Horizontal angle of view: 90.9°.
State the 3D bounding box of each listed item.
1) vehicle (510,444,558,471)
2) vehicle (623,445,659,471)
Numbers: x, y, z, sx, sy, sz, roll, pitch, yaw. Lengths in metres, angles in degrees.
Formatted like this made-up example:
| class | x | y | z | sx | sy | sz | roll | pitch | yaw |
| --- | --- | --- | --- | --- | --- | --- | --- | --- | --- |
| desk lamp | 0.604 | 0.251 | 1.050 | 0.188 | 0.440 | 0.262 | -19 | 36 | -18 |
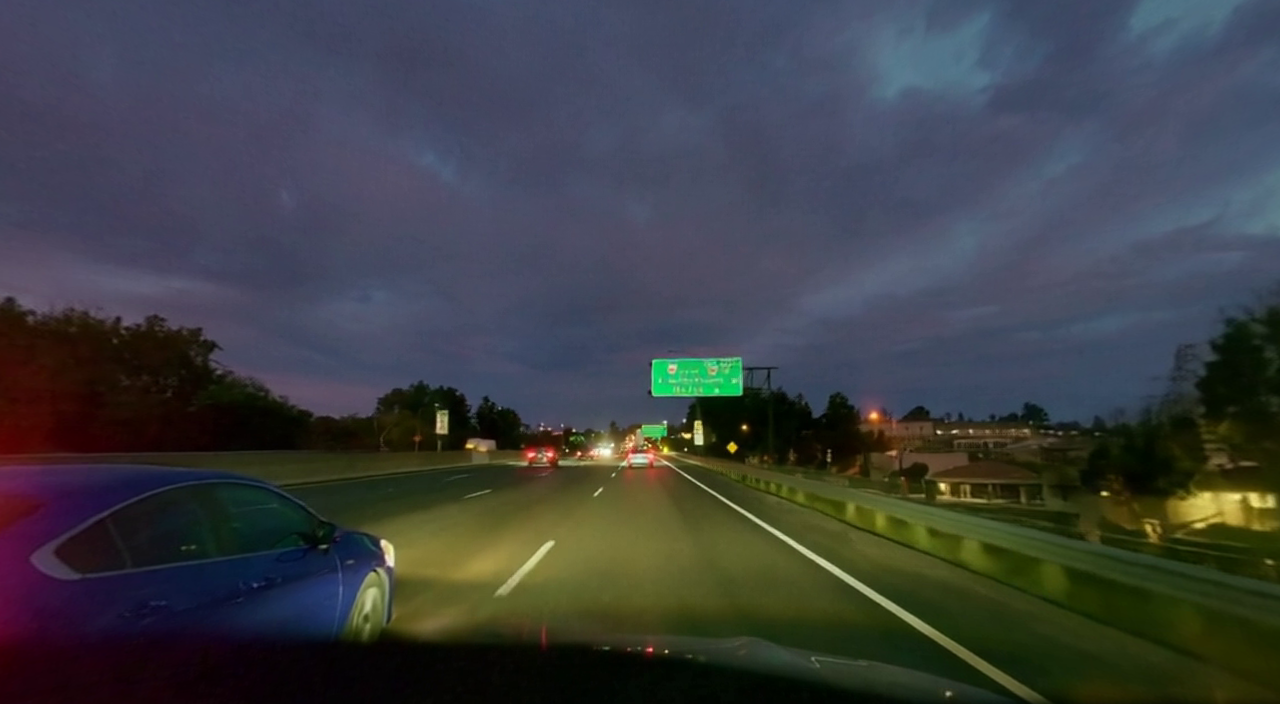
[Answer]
| class | x | y | z | sx | sy | sz | roll | pitch | yaw |
| --- | --- | --- | --- | --- | --- | --- | --- | --- | --- |
| vehicle | -6.345 | 6.343 | 38.304 | 2.075 | 1.528 | 4.327 | 0 | -8 | 1 |
| vehicle | 0.048 | 6.356 | 38.006 | 2.051 | 1.443 | 3.770 | 0 | -8 | 0 |
